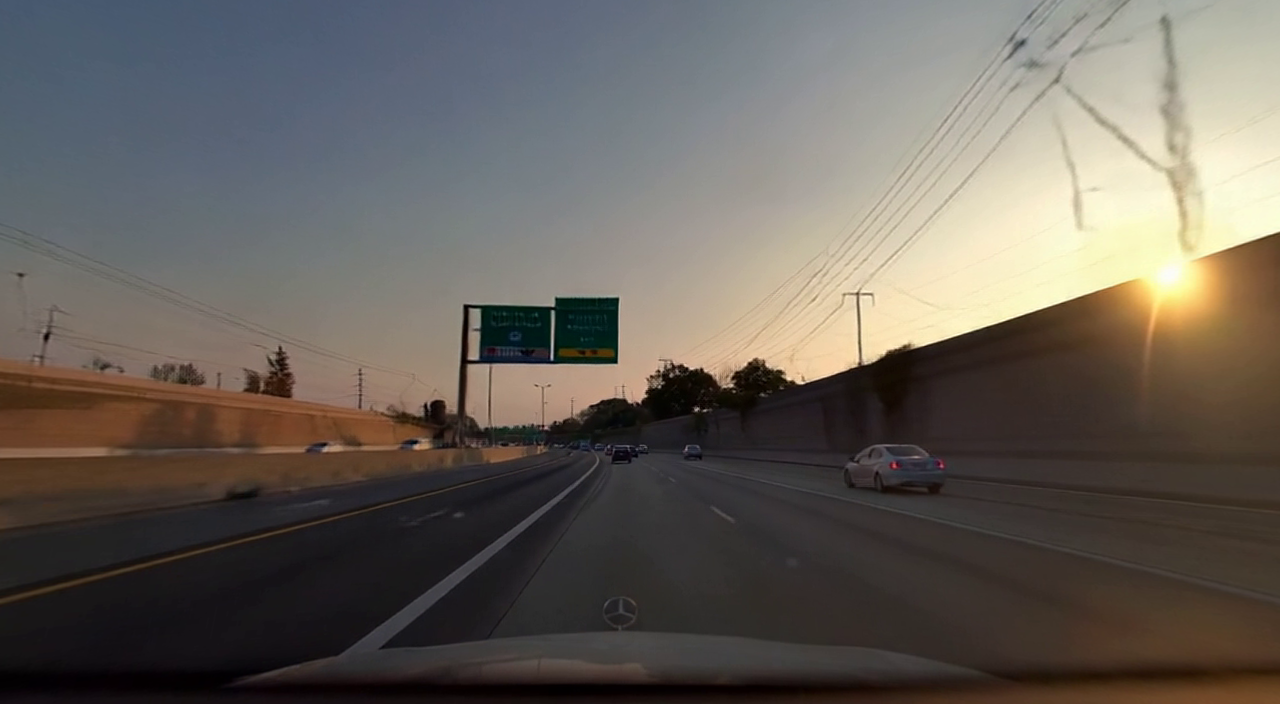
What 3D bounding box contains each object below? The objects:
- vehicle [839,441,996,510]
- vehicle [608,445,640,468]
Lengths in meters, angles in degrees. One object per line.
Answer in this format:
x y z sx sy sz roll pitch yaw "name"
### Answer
6.656 2.978 15.762 1.876 1.451 4.154 0 -9 -2 "vehicle"
-1.124 7.036 42.866 2.109 1.489 4.027 0 -9 -3 "vehicle"
